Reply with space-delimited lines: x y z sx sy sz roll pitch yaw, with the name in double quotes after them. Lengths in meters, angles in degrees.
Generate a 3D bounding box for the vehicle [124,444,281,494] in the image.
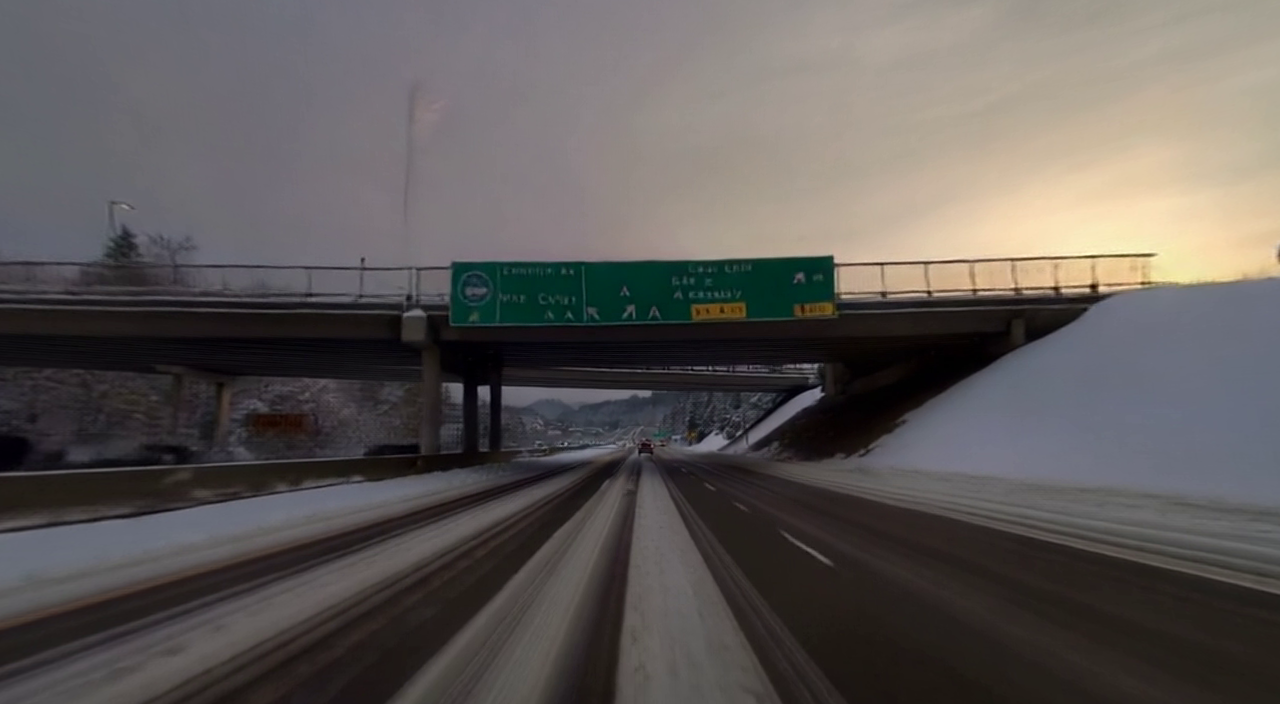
-14.463 3.844 21.287 1.879 1.475 4.702 0 -8 1 "vehicle"

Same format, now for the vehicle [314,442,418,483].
-10.838 4.375 25.360 1.998 1.484 4.695 0 -8 1 "vehicle"
